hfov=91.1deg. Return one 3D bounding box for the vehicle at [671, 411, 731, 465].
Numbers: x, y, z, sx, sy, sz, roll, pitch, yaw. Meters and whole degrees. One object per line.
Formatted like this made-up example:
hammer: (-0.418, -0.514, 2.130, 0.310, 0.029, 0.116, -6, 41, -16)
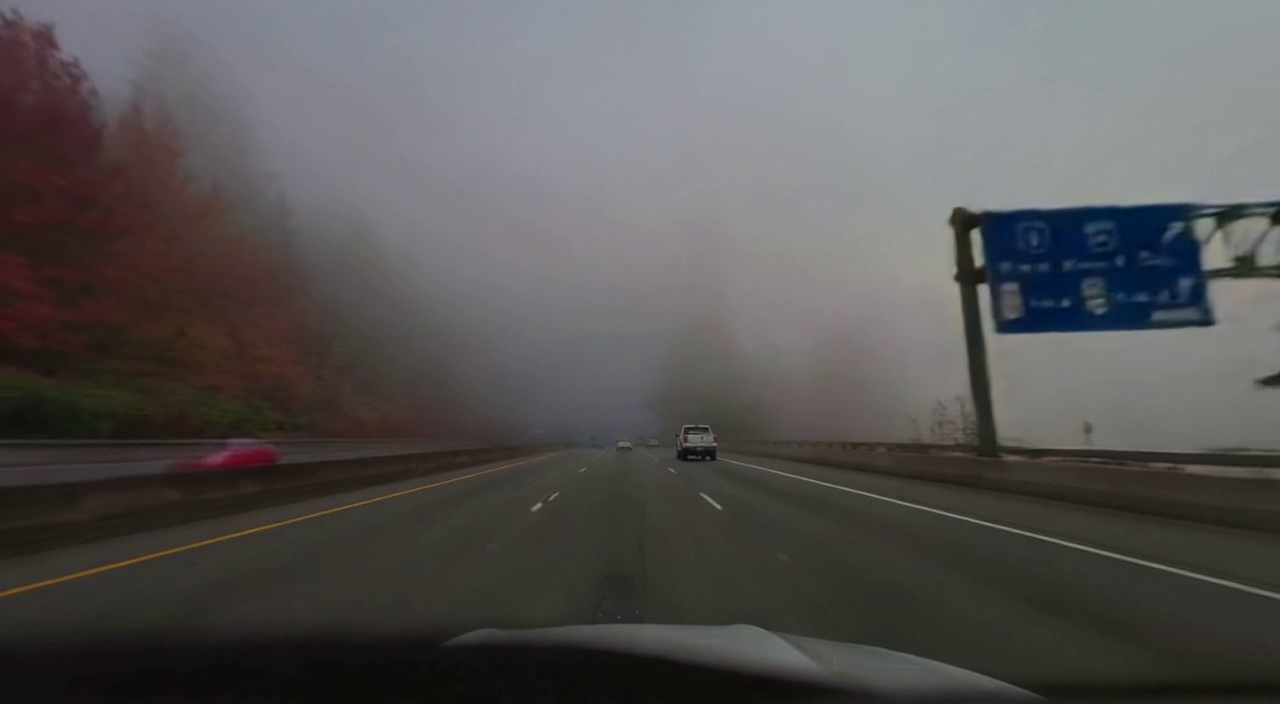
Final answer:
vehicle: (3.093, 4.534, 33.221, 2.411, 2.614, 5.781, 0, -8, -1)
